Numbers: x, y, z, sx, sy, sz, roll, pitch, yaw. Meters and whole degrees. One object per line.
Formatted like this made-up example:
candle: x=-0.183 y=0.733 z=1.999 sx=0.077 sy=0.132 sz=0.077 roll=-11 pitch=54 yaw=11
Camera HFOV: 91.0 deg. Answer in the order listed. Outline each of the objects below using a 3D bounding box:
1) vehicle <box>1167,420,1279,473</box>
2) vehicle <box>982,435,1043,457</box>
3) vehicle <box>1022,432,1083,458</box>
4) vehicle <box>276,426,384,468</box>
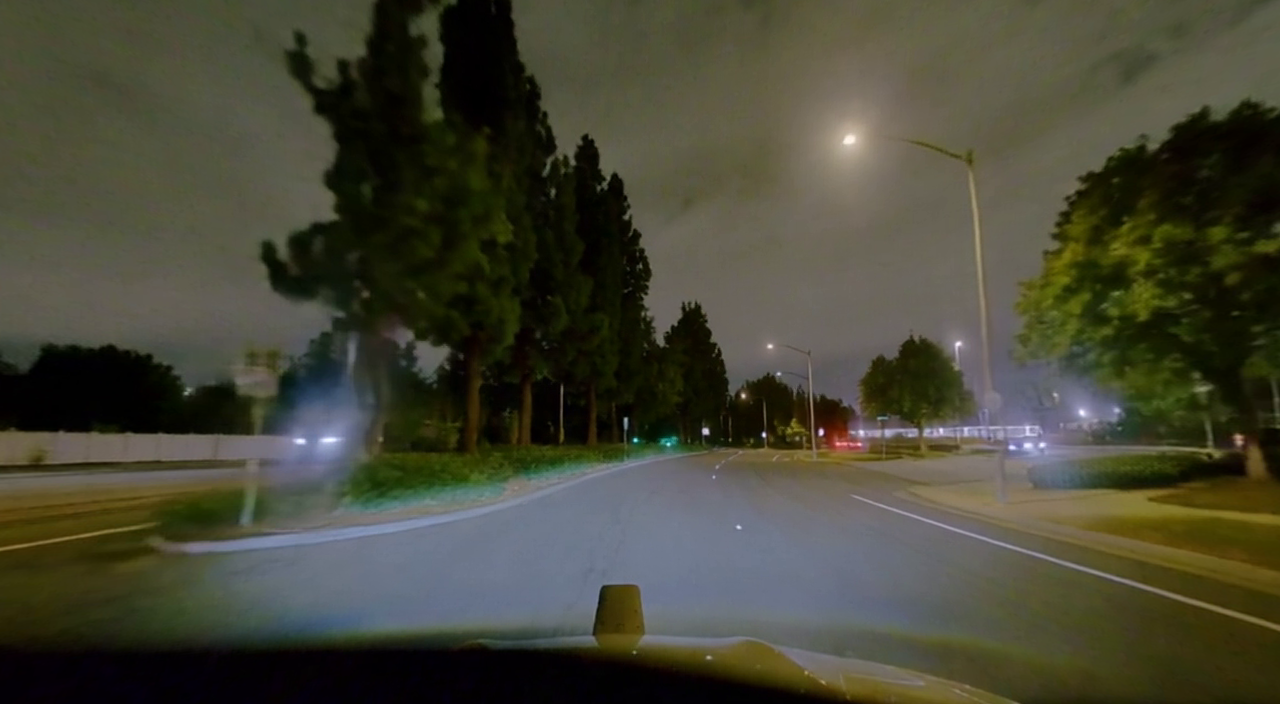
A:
vehicle: x=26.538 y=4.022 z=27.189 sx=2.271 sy=2.010 sz=5.139 roll=0 pitch=-5 yaw=-31
vehicle: x=26.876 y=6.772 z=45.422 sx=4.456 sy=1.489 sz=1.963 roll=6 pitch=-10 yaw=-33
vehicle: x=31.830 y=7.138 z=48.536 sx=4.598 sy=1.493 sz=1.951 roll=-1 pitch=-6 yaw=-31
vehicle: x=-13.395 y=4.143 z=27.567 sx=1.995 sy=1.658 sz=4.542 roll=-1 pitch=-9 yaw=7
